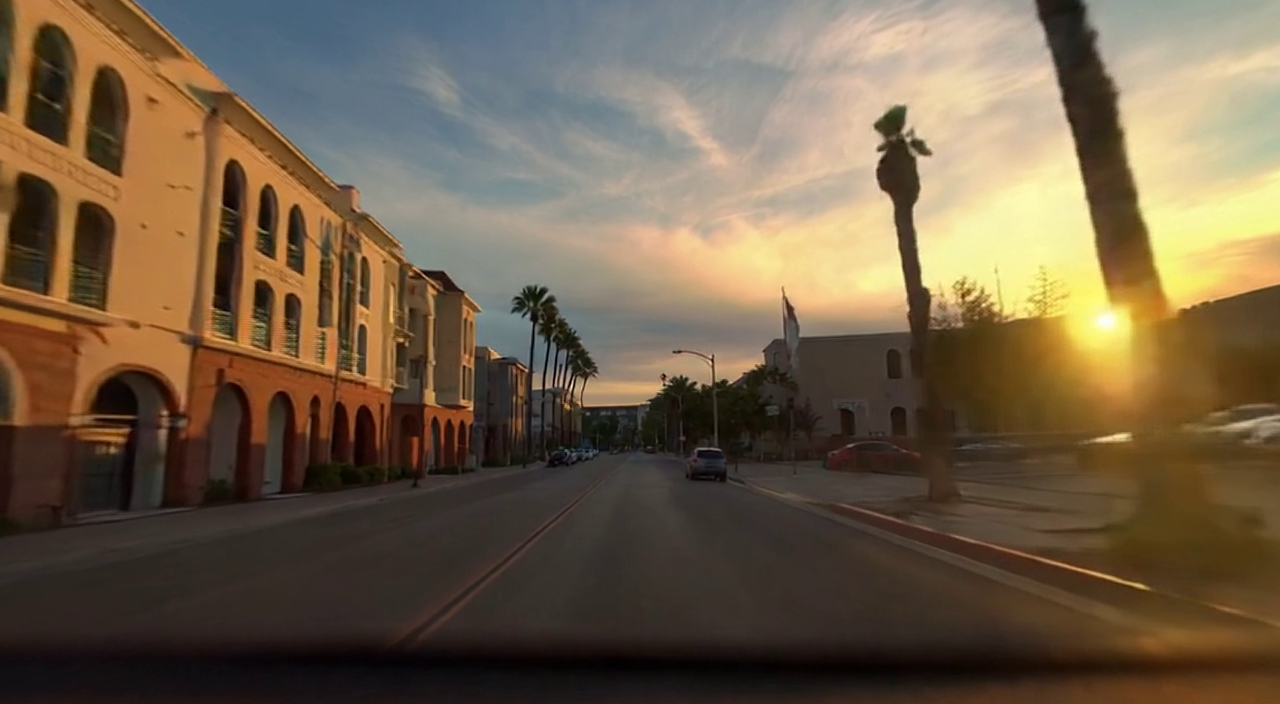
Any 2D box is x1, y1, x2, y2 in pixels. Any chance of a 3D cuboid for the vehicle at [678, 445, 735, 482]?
[{"bbox_3d":[2.869,4.936,28.279,1.985,1.543,4.112,0,-9,-2],"label":"vehicle"}]
